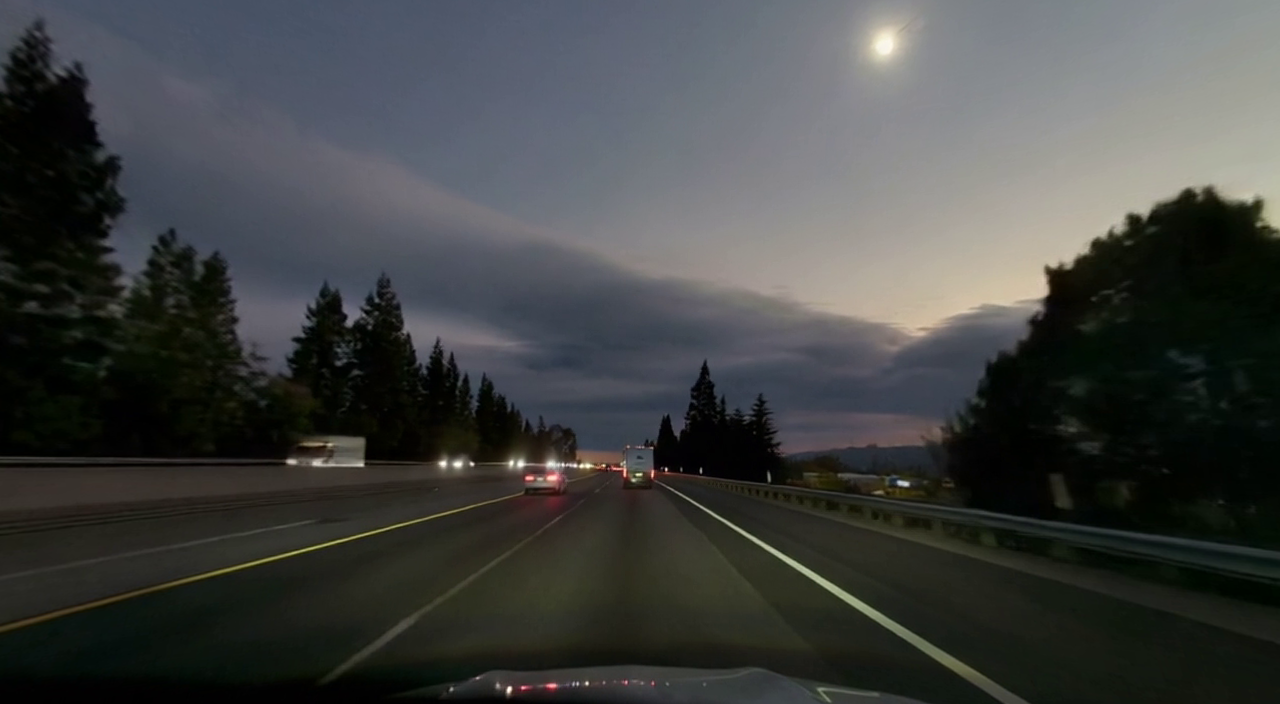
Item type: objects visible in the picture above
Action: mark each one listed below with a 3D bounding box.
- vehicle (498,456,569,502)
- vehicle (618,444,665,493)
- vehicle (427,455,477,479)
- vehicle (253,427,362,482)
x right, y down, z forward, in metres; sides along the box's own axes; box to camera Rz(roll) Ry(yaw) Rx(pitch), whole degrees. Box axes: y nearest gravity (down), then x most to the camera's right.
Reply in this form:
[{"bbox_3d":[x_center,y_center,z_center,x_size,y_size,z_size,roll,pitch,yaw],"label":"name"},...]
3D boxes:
[{"bbox_3d":[-4.103,5.014,25.032,2.100,1.605,3.883,1,-10,0],"label":"vehicle"},{"bbox_3d":[-0.007,6.773,36.716,2.482,2.549,5.447,1,-10,-2],"label":"vehicle"},{"bbox_3d":[-12.674,7.820,42.750,1.918,1.510,4.728,1,-10,0],"label":"vehicle"},{"bbox_3d":[-17.338,5.478,33.304,2.482,2.549,5.866,1,-10,0],"label":"vehicle"}]
